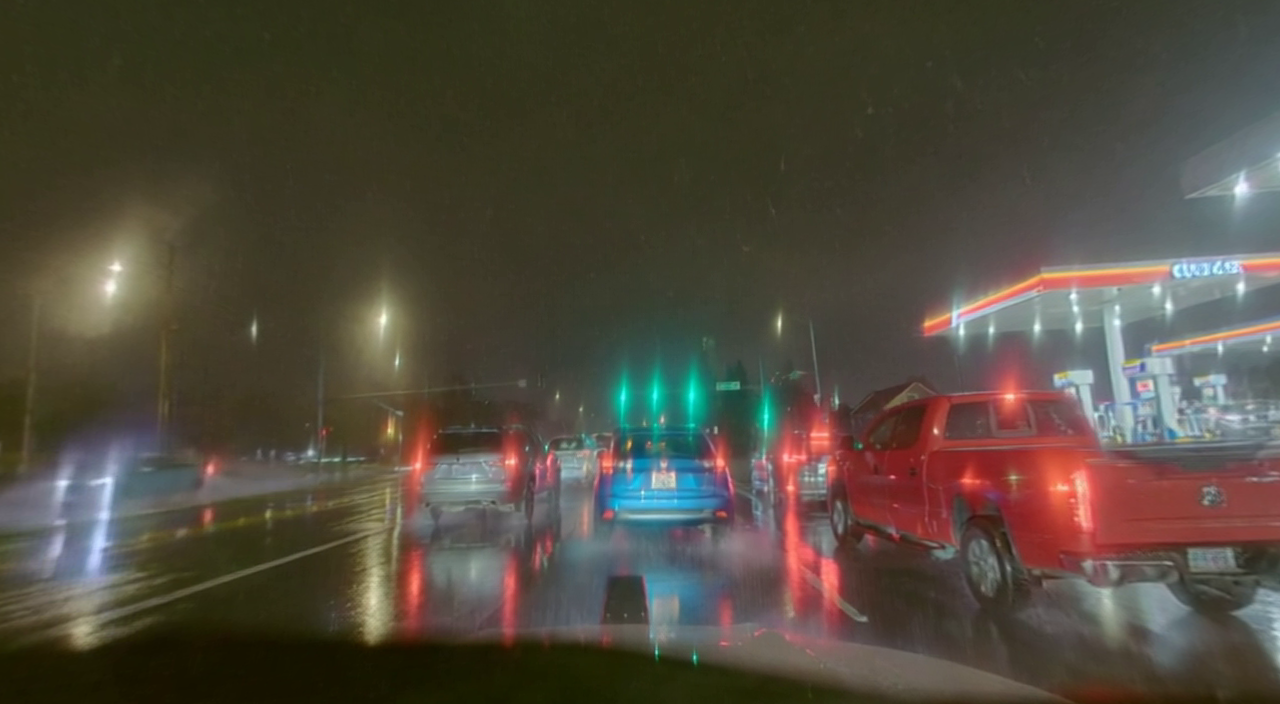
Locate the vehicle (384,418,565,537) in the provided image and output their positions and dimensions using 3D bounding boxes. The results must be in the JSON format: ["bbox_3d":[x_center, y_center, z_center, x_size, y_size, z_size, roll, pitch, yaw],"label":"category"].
[{"bbox_3d":[-2.705,2.166,11.504,2.019,1.731,4.299,0,-8,1],"label":"vehicle"}]

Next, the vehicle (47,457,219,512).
[{"bbox_3d":[-15.879,4.126,20.120,1.808,1.457,4.381,0,-8,1],"label":"vehicle"}]

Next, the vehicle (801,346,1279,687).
[{"bbox_3d":[3.411,1.285,6.197,2.161,1.868,5.321,0,-8,-1],"label":"vehicle"}]

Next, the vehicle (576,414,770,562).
[{"bbox_3d":[0.363,1.841,9.231,2.181,1.650,4.083,0,-8,0],"label":"vehicle"}]
